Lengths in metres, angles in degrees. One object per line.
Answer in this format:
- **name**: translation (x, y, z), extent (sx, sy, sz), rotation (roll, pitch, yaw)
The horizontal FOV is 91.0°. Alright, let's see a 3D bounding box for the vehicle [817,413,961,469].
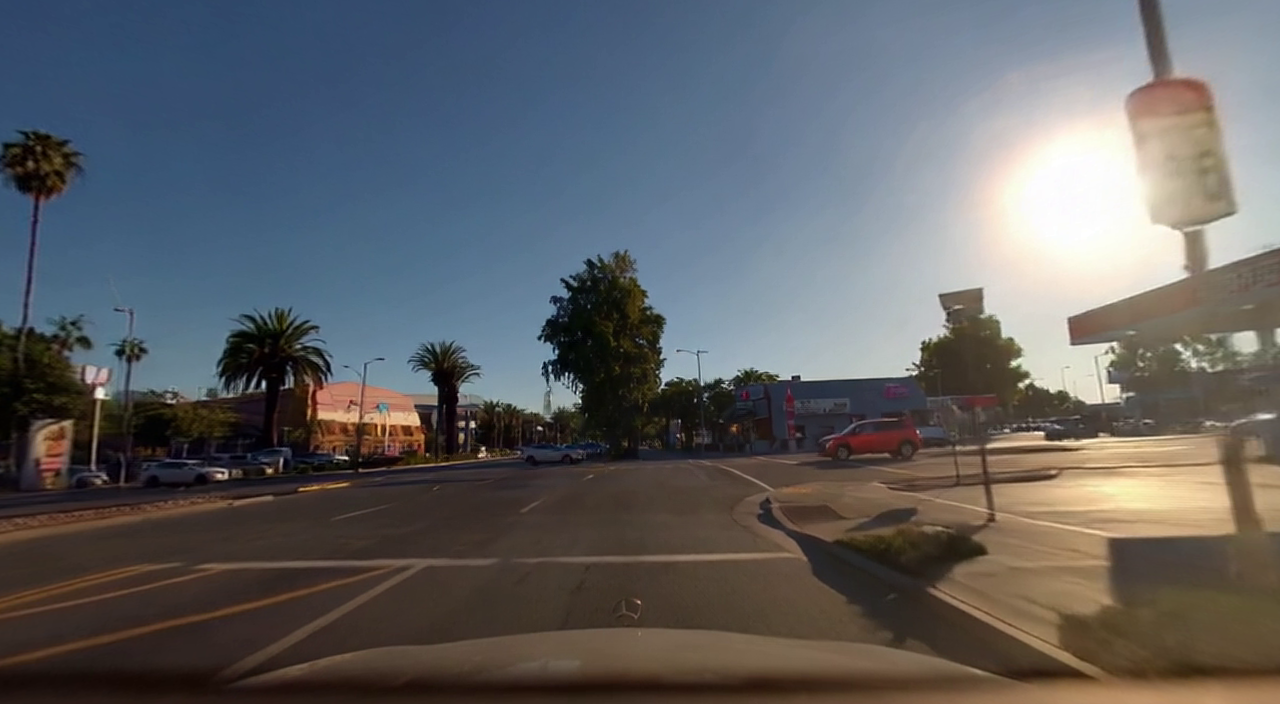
- **vehicle**: translation (9.591, 3.479, 24.543), extent (4.640, 1.800, 2.026), rotation (-4, -8, 0)
